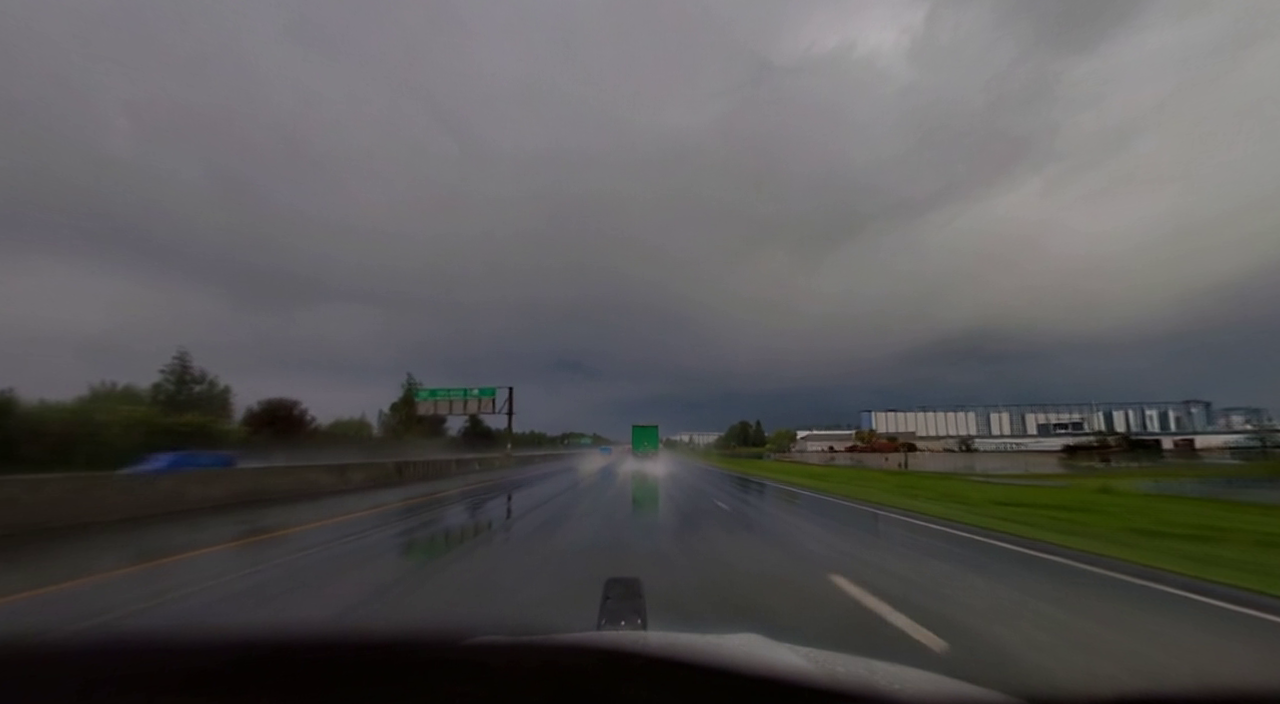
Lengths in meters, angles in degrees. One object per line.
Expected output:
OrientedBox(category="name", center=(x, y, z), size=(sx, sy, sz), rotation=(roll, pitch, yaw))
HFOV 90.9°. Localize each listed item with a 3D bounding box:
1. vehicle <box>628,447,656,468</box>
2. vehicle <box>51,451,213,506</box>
OrientedBox(category="vehicle", center=(0.199, 8.204, 49.199), size=(2.094, 1.559, 3.945), rotation=(-1, -9, 1))
OrientedBox(category="vehicle", center=(-17.071, 4.216, 21.534), size=(1.858, 1.642, 4.420), rotation=(-1, -9, 0))
